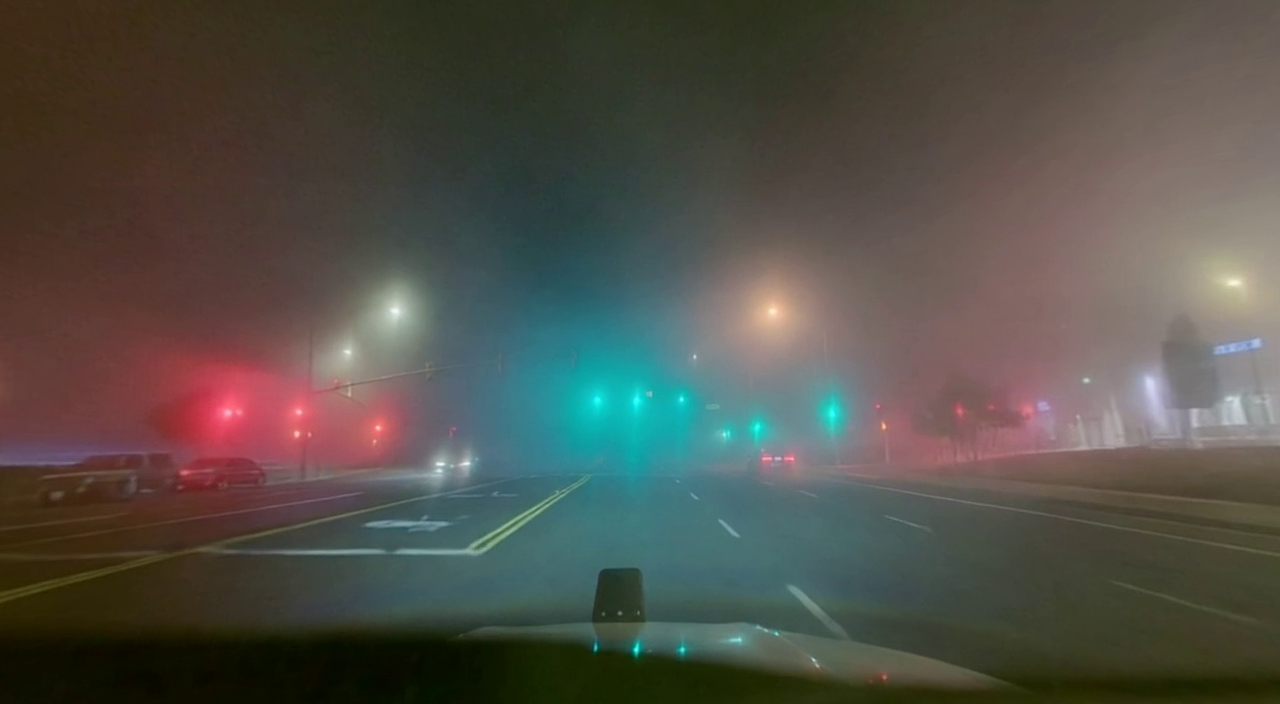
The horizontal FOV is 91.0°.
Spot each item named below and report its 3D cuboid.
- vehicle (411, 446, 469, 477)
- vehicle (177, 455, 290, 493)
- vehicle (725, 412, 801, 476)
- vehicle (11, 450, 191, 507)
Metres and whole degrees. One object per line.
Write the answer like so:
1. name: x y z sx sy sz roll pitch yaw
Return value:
1. vehicle: -11.790 6.473 37.447 2.098 1.704 4.313 0 -9 -1
2. vehicle: -18.233 5.445 28.574 1.901 1.513 4.795 0 -9 1
3. vehicle: 6.732 5.206 35.689 2.802 3.208 7.459 0 -9 0
4. vehicle: -18.334 4.266 21.796 2.097 1.733 4.527 0 -9 2
